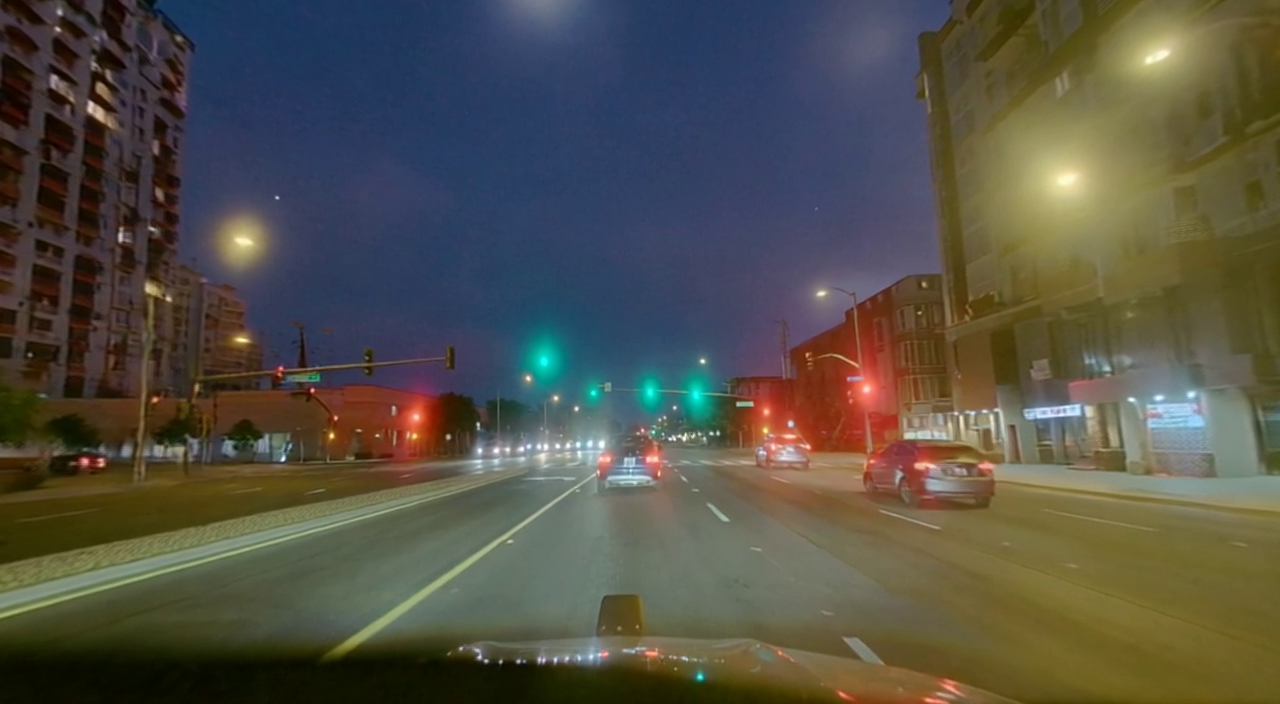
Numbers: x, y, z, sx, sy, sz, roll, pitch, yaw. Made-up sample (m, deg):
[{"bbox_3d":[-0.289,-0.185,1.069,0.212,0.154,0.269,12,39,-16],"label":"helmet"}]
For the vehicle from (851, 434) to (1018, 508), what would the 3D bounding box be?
[{"bbox_3d":[6.449,2.640,14.438,1.768,1.417,4.213,0,-9,0],"label":"vehicle"}]

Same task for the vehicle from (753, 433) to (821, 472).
[{"bbox_3d":[6.515,4.495,28.445,1.963,1.611,4.359,0,-9,-1],"label":"vehicle"}]

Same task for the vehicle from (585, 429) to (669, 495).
[{"bbox_3d":[-0.304,2.963,17.346,2.032,1.593,3.896,0,-9,0],"label":"vehicle"}]
